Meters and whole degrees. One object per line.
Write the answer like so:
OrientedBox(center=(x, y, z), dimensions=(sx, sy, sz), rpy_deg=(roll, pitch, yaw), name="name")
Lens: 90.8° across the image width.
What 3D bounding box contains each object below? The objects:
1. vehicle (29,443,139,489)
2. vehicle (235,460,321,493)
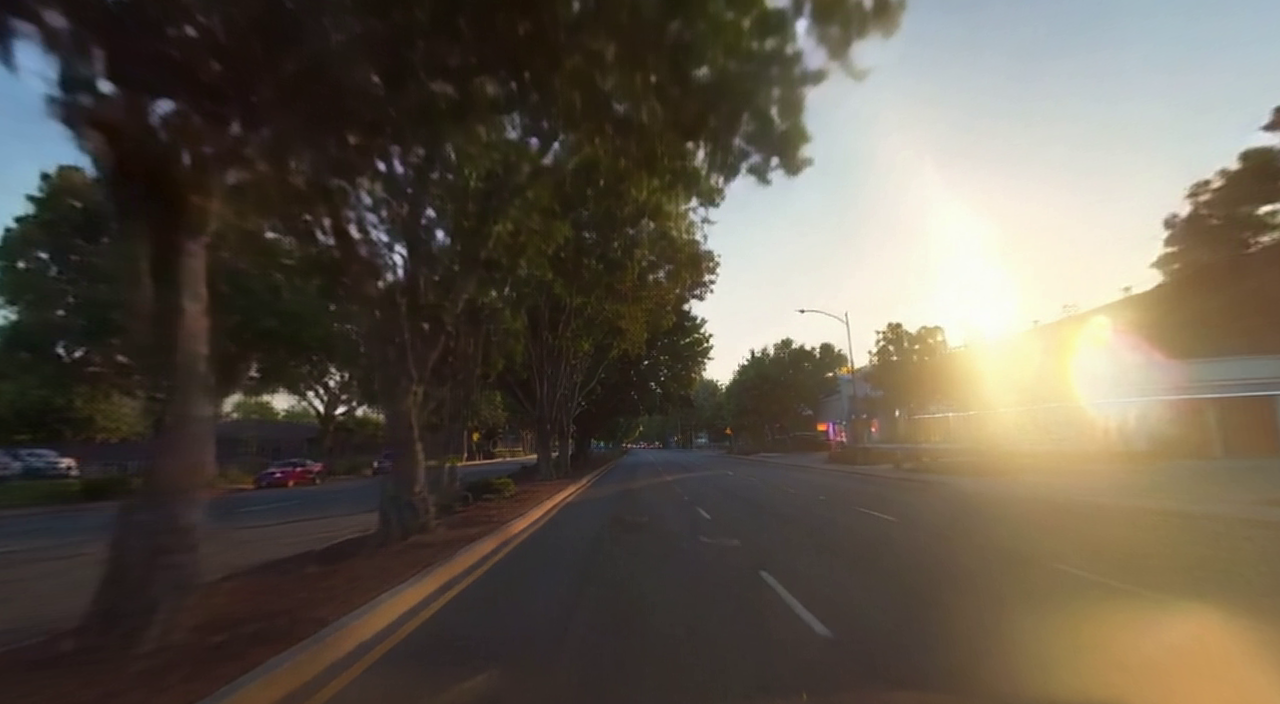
OrientedBox(center=(-29.715, 6.008, 33.731), dimensions=(5.867, 2.279, 2.342), rpy_deg=(-5, -10, 28), name="vehicle")
OrientedBox(center=(-19.342, 6.650, 34.016), dimensions=(2.012, 1.471, 4.613), rpy_deg=(-2, -8, -2), name="vehicle")
